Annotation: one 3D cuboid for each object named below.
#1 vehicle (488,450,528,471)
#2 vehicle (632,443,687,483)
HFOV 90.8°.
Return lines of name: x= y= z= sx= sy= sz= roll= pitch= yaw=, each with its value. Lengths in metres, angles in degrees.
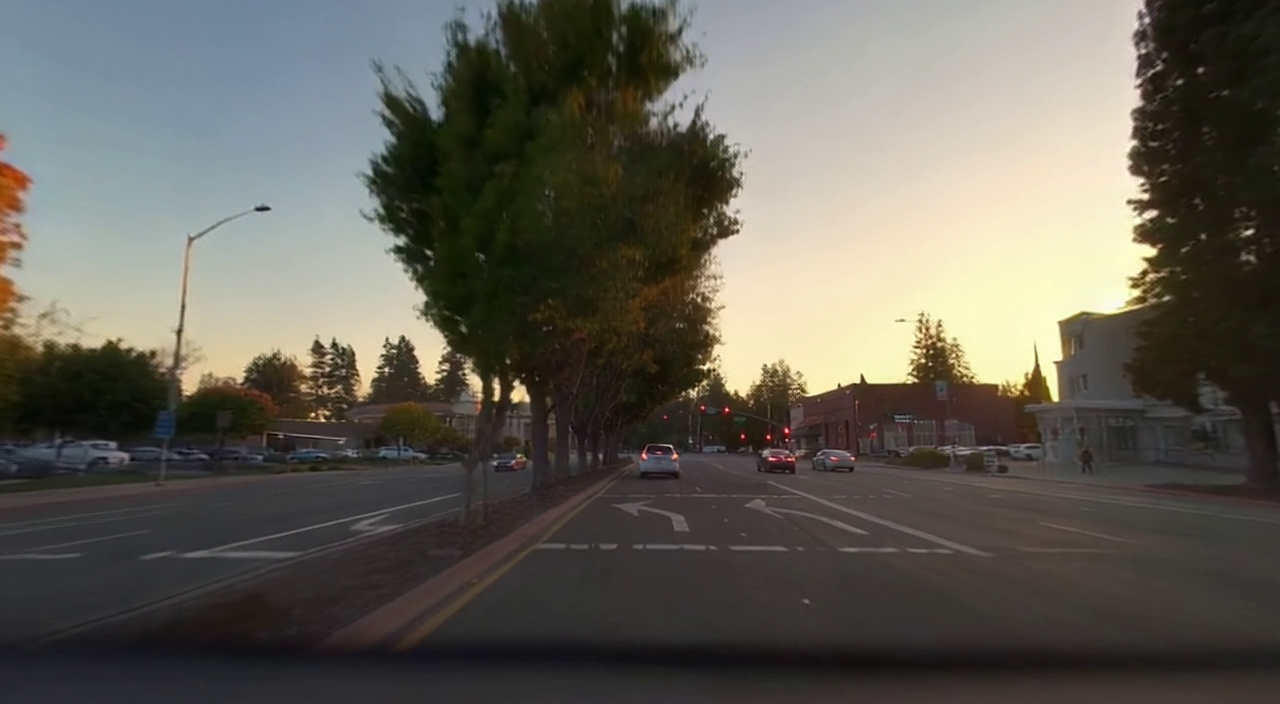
vehicle: x=-9.842 y=8.083 z=47.330 sx=1.907 sy=1.485 sz=4.293 roll=0 pitch=-9 yaw=2
vehicle: x=0.777 y=4.462 z=25.676 sx=2.064 sy=1.477 sz=3.968 roll=0 pitch=-9 yaw=1
